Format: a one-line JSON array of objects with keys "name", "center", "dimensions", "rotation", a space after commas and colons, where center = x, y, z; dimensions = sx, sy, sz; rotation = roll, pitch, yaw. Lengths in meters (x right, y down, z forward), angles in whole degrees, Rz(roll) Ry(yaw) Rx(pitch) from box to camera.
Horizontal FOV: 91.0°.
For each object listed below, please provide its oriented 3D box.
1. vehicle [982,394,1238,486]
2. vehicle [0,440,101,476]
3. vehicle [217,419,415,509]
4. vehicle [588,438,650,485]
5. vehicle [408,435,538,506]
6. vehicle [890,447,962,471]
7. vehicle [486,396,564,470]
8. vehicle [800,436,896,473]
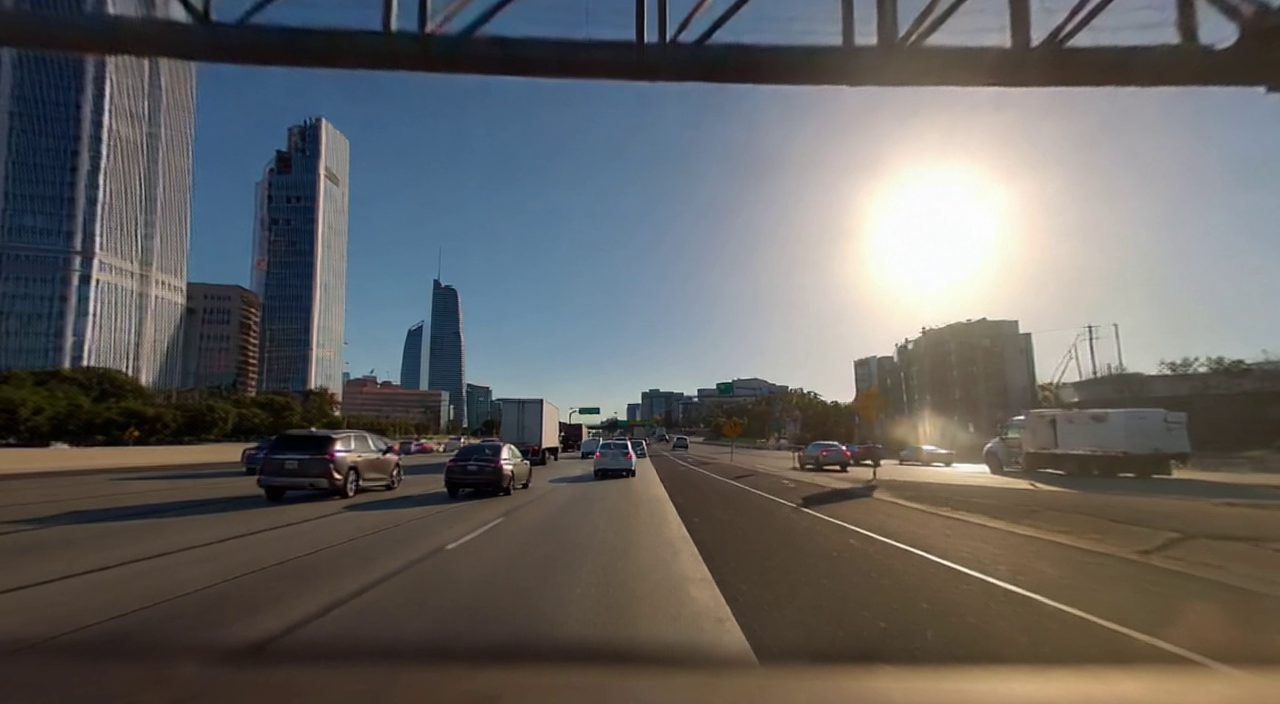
[{"name": "vehicle", "center": [22.788, 4.401, 31.254], "dimensions": [3.015, 3.855, 9.519], "rotation": [8, -12, -42]}, {"name": "vehicle", "center": [-29.994, 5.229, 31.329], "dimensions": [2.002, 1.660, 4.883], "rotation": [0, -9, -1]}, {"name": "vehicle", "center": [-7.522, 2.656, 15.374], "dimensions": [2.190, 1.821, 4.800], "rotation": [0, -9, 1]}, {"name": "vehicle", "center": [-0.677, 3.831, 22.235], "dimensions": [1.991, 1.488, 3.922], "rotation": [0, -9, 0]}, {"name": "vehicle", "center": [-3.988, 2.904, 15.873], "dimensions": [2.016, 1.497, 4.235], "rotation": [0, -9, 2]}, {"name": "vehicle", "center": [18.679, 6.988, 41.282], "dimensions": [1.902, 1.494, 4.239], "rotation": [3, -9, -17]}, {"name": "vehicle", "center": [-5.791, 4.347, 33.184], "dimensions": [2.955, 3.359, 8.322], "rotation": [1, -9, -4]}, {"name": "vehicle", "center": [12.050, 5.988, 37.048], "dimensions": [2.415, 1.972, 5.572], "rotation": [3, -9, -18]}]
